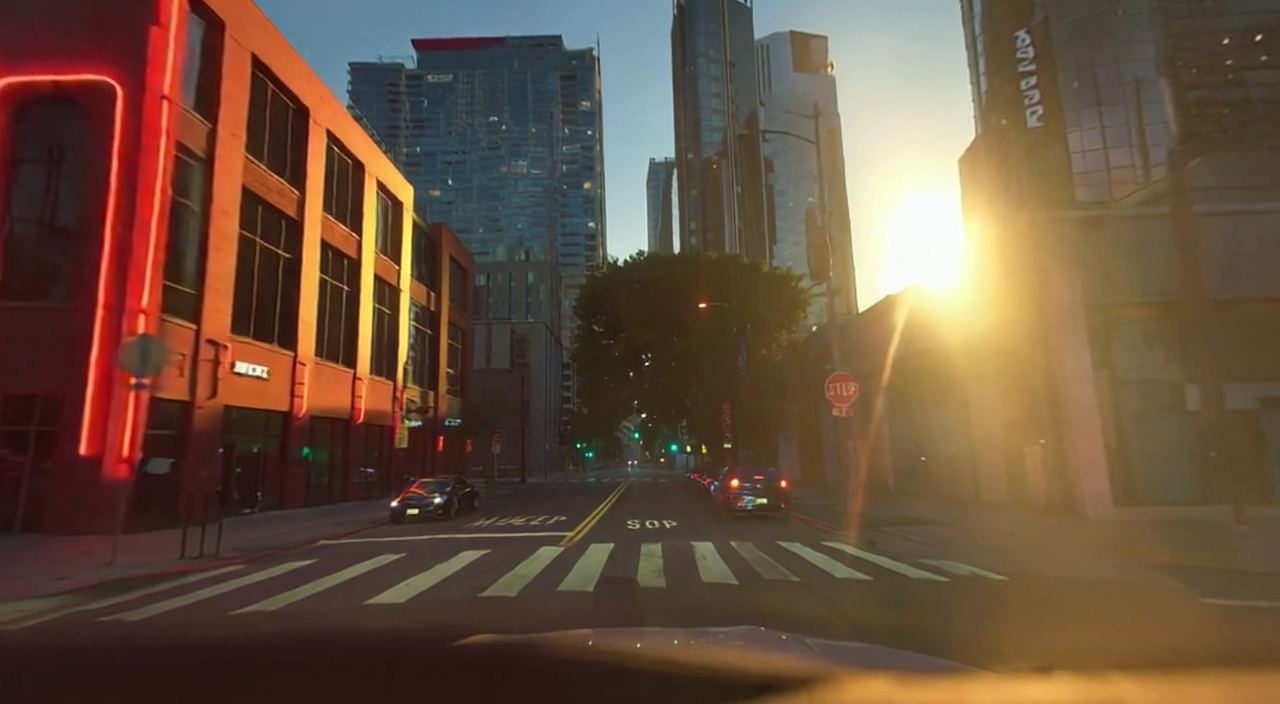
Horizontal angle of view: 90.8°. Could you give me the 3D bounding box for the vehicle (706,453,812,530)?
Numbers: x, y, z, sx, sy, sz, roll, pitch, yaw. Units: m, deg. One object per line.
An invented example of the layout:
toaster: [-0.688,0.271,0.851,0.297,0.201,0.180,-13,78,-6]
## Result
vehicle: [2.947,3.535,16.640,1.917,1.680,4.500,0,-9,0]

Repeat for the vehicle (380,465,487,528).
vehicle: [-5.655,3.977,17.829,1.864,1.447,3.887,0,-9,-2]
